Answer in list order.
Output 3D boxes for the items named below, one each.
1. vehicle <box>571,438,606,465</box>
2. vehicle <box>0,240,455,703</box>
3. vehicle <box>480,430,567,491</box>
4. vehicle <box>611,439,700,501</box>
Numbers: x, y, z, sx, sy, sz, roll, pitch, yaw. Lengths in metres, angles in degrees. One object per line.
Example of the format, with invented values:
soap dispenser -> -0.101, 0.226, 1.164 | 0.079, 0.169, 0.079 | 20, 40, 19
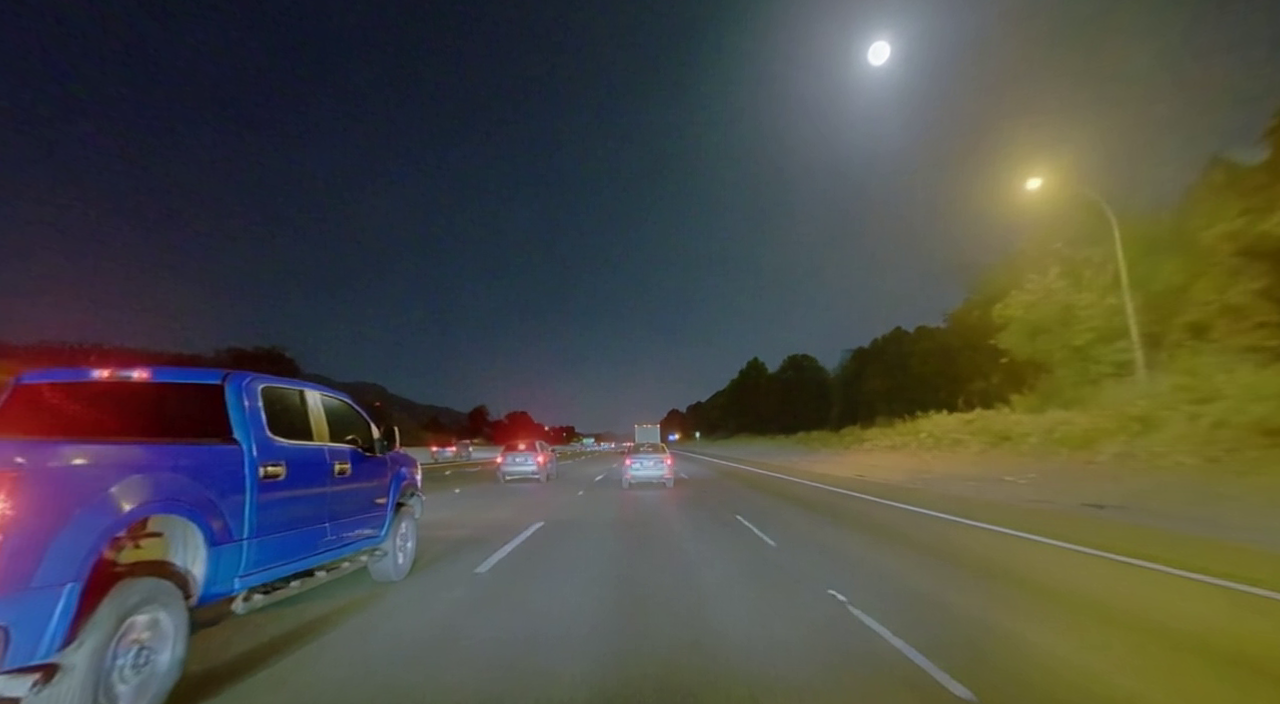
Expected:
vehicle -> -3.306, 6.508, 41.465 | 1.897, 1.646, 4.049 | 0, -8, 1
vehicle -> -3.390, 0.959, 4.422 | 2.269, 2.060, 5.933 | 0, -8, 1
vehicle -> -3.570, 3.398, 20.123 | 1.903, 1.721, 4.210 | 0, -8, 1
vehicle -> 0.372, 3.047, 16.740 | 2.054, 1.421, 4.090 | 0, -8, 0
